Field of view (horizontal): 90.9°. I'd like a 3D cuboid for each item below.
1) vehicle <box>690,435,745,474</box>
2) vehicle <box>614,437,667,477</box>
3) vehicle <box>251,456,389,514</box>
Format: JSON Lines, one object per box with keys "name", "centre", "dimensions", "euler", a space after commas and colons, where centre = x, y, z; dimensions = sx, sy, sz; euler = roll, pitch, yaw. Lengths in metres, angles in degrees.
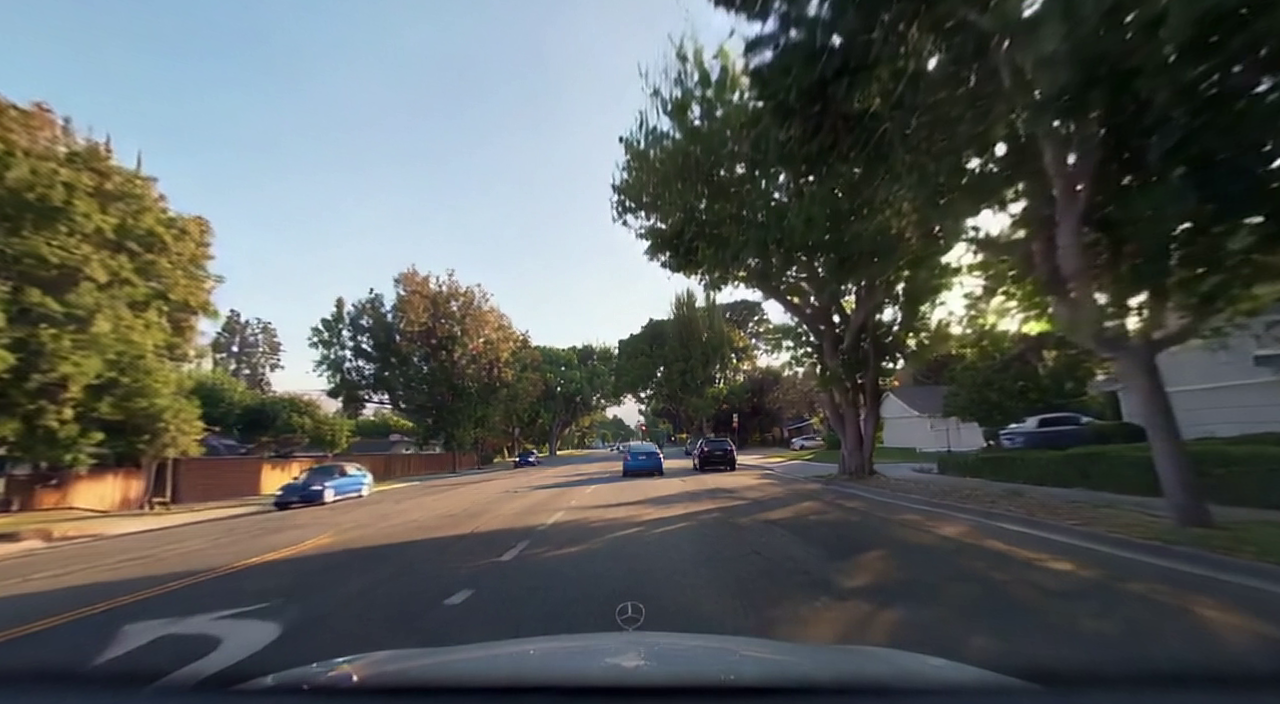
{"name": "vehicle", "centre": [3.609, 4.877, 30.197], "dimensions": [2.024, 1.711, 4.512], "euler": [0, -8, -1]}
{"name": "vehicle", "centre": [0.030, 4.699, 28.567], "dimensions": [2.200, 1.653, 4.127], "euler": [0, -8, 0]}
{"name": "vehicle", "centre": [-10.012, 4.148, 20.218], "dimensions": [1.916, 1.492, 4.677], "euler": [-2, -8, 1]}
